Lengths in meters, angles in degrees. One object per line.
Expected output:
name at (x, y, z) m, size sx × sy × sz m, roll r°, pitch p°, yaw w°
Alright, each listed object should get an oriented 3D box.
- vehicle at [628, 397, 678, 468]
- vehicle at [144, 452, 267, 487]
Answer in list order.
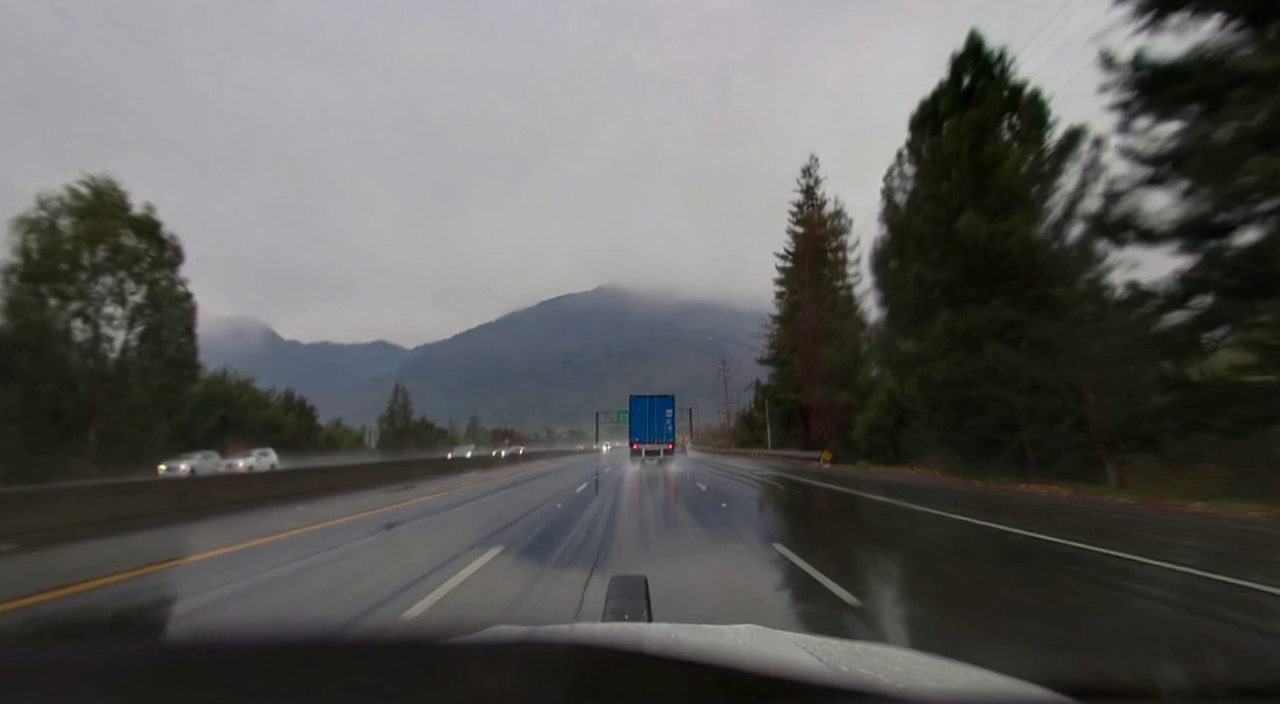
vehicle at (0.694, 5.528, 42.590) m, size 2.919 × 4.101 × 11.541 m, roll 0°, pitch -8°, yaw -1°
vehicle at (-24.470, 6.622, 35.801) m, size 3.863 × 1.764 × 4.317 m, roll 0°, pitch -8°, yaw -1°
